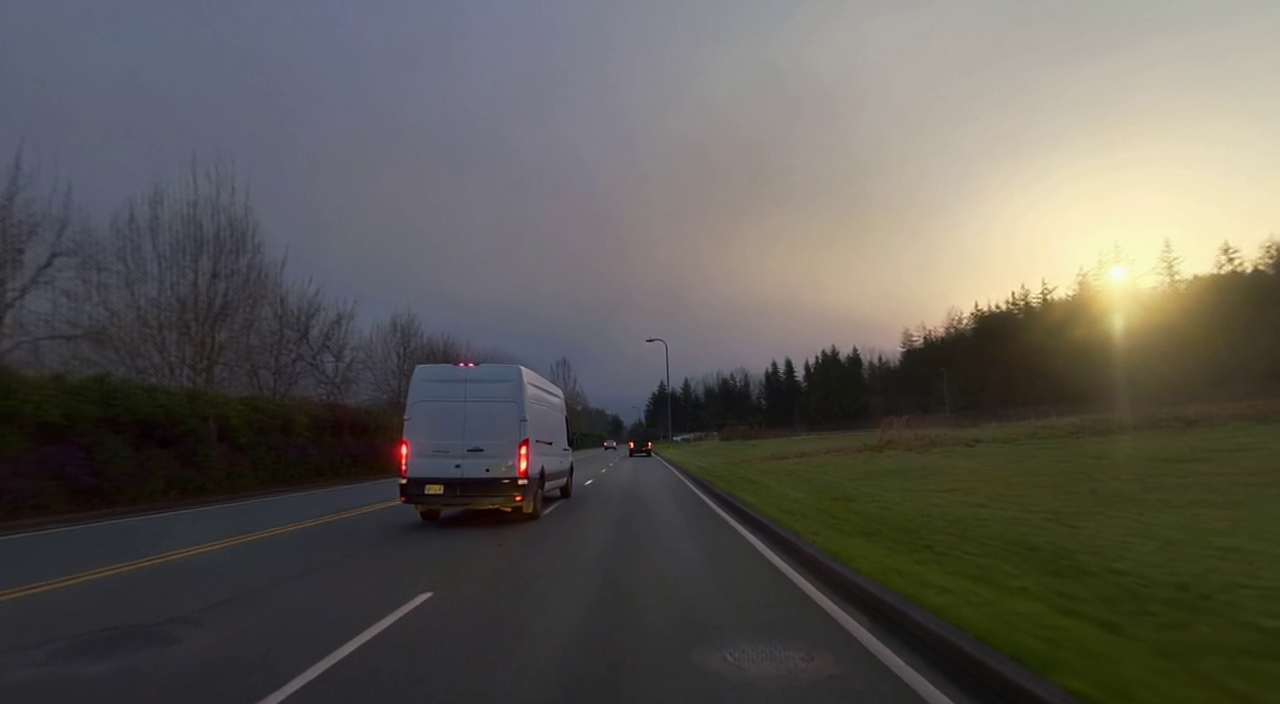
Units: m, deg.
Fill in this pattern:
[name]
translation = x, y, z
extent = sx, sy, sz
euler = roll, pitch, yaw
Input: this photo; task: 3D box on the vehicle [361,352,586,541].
[vehicle]
translation = -2.572, 1.738, 11.842
extent = 2.497, 2.628, 6.016
euler = 0, -8, 1
